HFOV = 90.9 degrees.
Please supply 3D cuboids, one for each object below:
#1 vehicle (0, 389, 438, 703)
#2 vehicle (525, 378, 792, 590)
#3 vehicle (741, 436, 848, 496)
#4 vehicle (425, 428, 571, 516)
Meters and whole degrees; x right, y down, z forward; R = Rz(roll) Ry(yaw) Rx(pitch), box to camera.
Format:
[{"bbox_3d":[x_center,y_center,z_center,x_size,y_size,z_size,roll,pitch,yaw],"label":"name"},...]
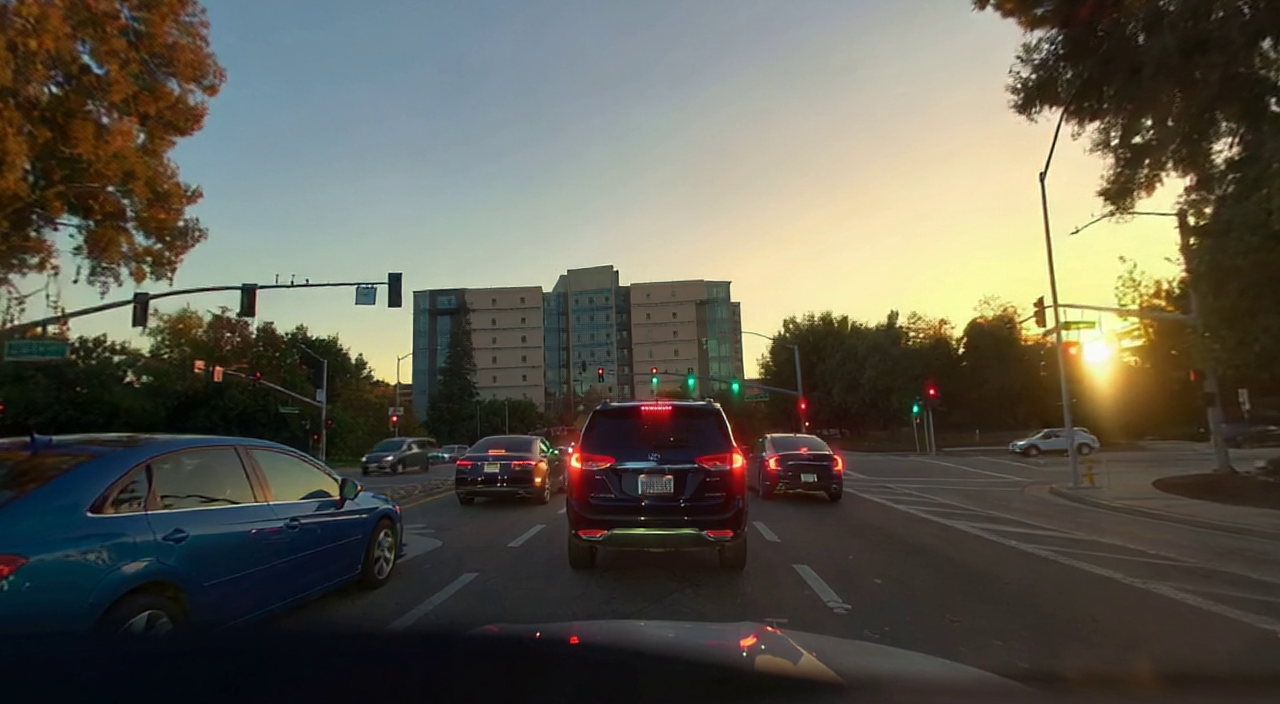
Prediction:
[{"bbox_3d":[-3.224,1.201,4.425,1.958,1.494,4.624,0,-8,2],"label":"vehicle"},{"bbox_3d":[0.206,1.451,7.700,2.300,1.832,4.331,0,-8,1],"label":"vehicle"},{"bbox_3d":[4.080,3.062,17.352,1.979,1.453,4.011,0,-8,1],"label":"vehicle"},{"bbox_3d":[-2.700,2.385,13.055,1.851,1.502,4.042,0,-8,4],"label":"vehicle"}]
